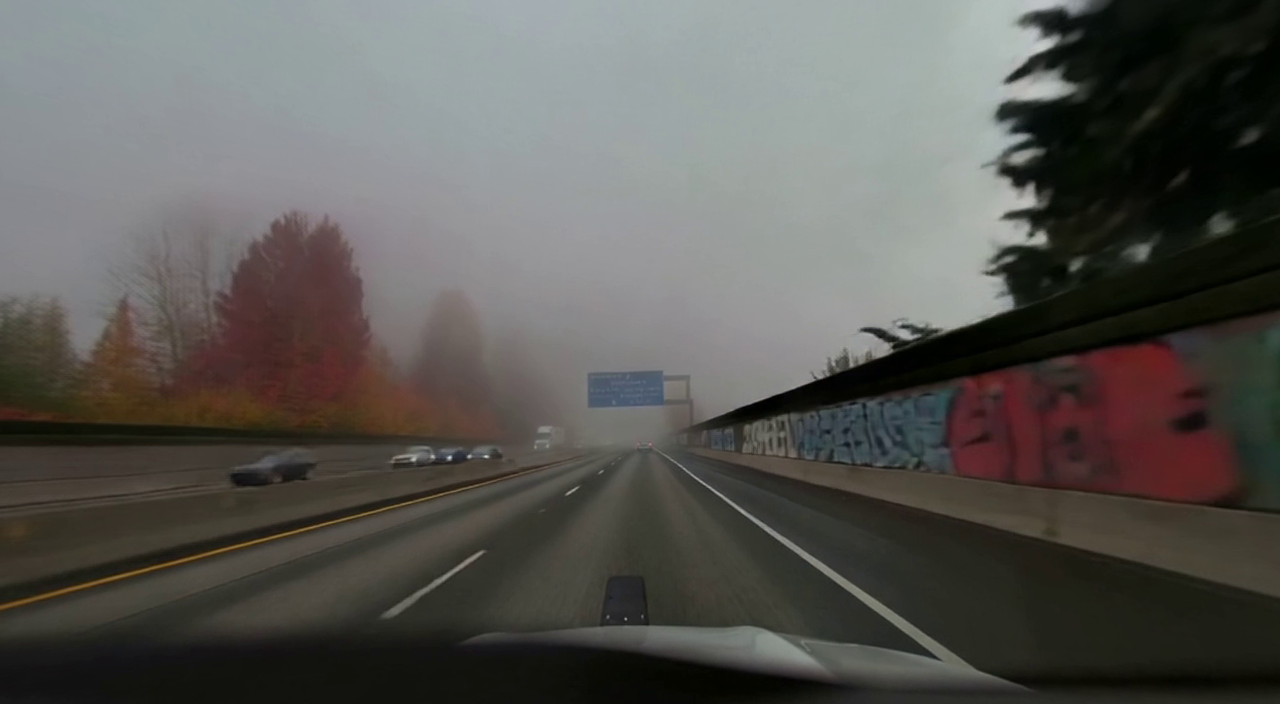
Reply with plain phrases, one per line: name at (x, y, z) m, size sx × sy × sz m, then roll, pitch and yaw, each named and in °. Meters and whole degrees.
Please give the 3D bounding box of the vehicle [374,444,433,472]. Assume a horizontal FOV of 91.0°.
vehicle at (-14.554, 6.538, 38.956) m, size 1.924 × 1.609 × 4.275 m, roll 0°, pitch -8°, yaw 1°

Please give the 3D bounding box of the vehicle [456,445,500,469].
vehicle at (-10.666, 6.905, 41.682) m, size 1.768 × 1.469 × 3.813 m, roll 0°, pitch -8°, yaw 3°

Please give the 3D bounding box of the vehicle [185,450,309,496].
vehicle at (-14.684, 4.512, 23.859) m, size 1.796 × 1.495 × 4.504 m, roll 0°, pitch -8°, yaw 0°
